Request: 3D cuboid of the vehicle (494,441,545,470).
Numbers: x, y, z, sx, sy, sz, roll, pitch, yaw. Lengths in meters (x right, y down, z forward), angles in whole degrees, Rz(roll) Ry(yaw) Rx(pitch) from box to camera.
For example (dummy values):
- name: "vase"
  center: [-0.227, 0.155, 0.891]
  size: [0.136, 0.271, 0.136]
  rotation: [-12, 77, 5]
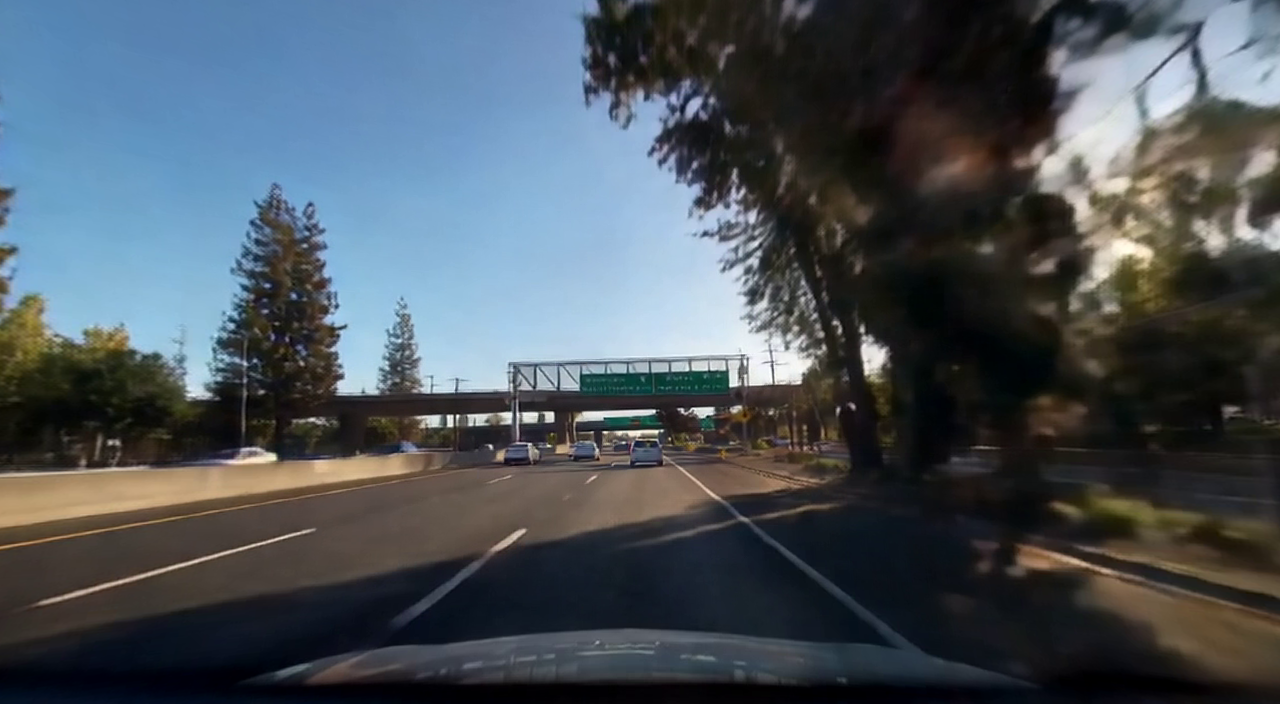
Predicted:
- name: "vehicle"
  center: [-7.286, 6.286, 38.637]
  size: [2.139, 1.653, 4.614]
  rotation: [0, -8, 2]

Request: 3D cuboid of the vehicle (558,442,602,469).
- name: "vehicle"
  center: [-3.428, 6.019, 36.879]
  size: [2.056, 1.464, 4.564]
  rotation: [0, -8, 1]

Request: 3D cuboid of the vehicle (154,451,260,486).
- name: "vehicle"
  center: [-20.936, 5.635, 30.772]
  size: [1.886, 1.513, 4.625]
  rotation: [0, -8, 0]

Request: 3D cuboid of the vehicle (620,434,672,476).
- name: "vehicle"
  center: [0.255, 4.562, 28.214]
  size: [2.152, 1.697, 4.066]
  rotation: [0, -8, 0]
